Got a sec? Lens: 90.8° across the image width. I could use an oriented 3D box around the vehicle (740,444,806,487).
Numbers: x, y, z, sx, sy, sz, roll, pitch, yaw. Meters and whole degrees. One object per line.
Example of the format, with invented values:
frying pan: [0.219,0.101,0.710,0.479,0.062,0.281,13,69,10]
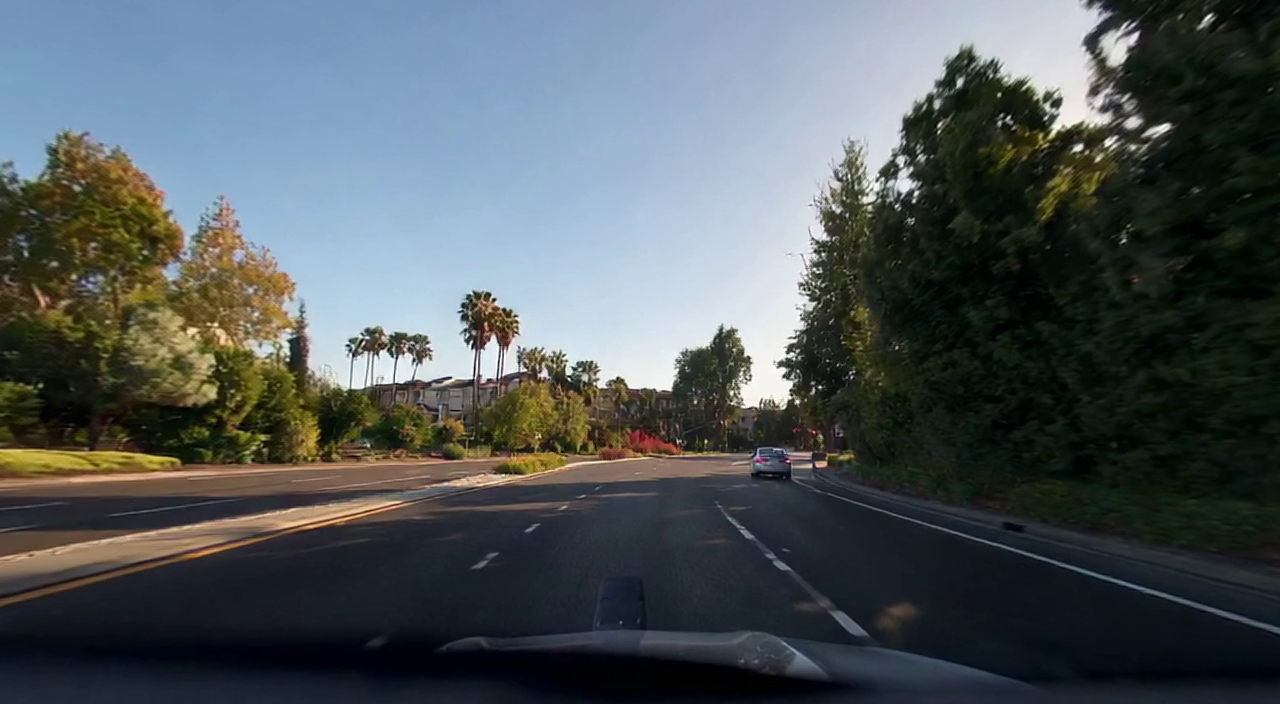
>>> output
vehicle: [4.999,4.306,24.299,1.993,1.483,3.821,-1,-9,5]
